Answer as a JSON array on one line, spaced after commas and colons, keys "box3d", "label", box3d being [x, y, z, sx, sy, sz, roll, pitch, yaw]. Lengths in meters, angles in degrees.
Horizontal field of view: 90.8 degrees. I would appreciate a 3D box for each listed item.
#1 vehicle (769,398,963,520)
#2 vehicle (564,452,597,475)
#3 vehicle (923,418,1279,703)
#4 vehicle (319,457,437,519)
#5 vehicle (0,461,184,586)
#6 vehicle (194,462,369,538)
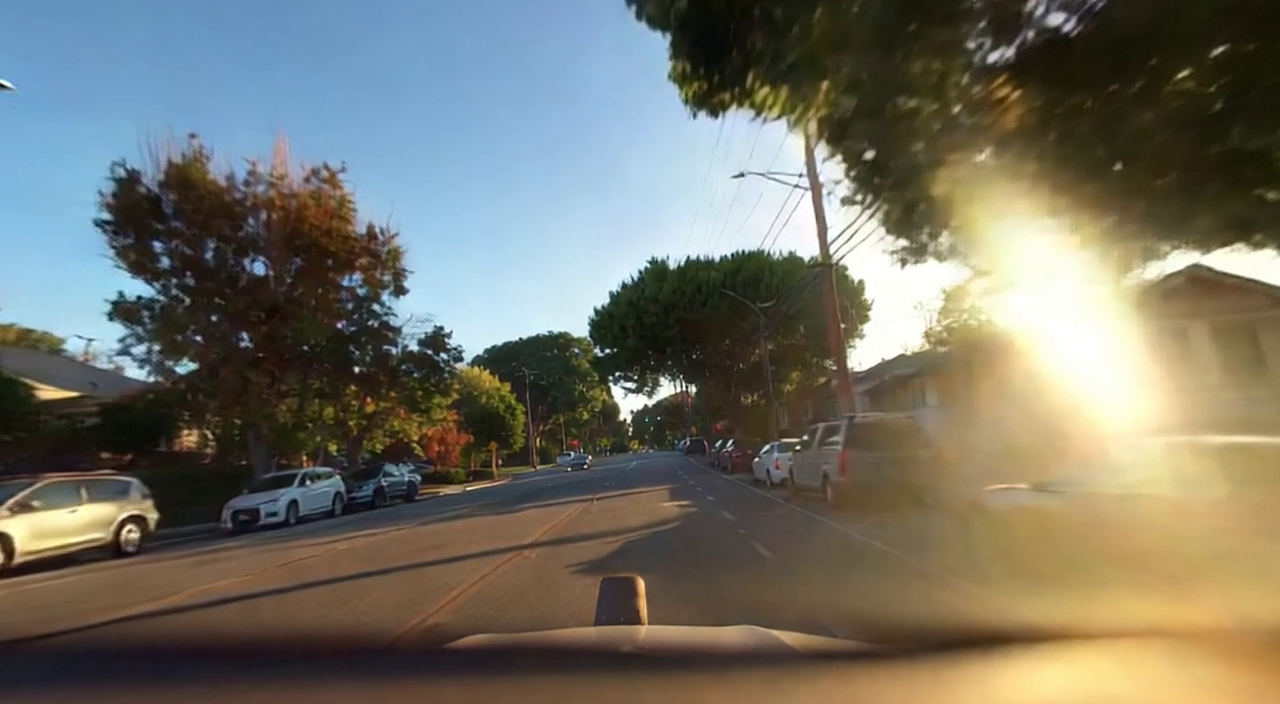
[{"box3d": [4.591, 2.307, 14.082, 2.330, 2.160, 5.550, 0, -8, 1], "label": "vehicle"}, {"box3d": [-4.506, 8.571, 48.615, 1.948, 1.502, 4.434, -3, -8, 2], "label": "vehicle"}, {"box3d": [4.292, 1.324, 4.901, 1.927, 1.483, 5.100, -1, -8, 1], "label": "vehicle"}, {"box3d": [-10.435, 5.408, 25.799, 2.282, 2.060, 5.738, 0, -8, 0], "label": "vehicle"}, {"box3d": [-11.028, 2.998, 11.557, 1.937, 1.837, 4.414, -1, -8, 2], "label": "vehicle"}, {"box3d": [-10.824, 4.472, 19.753, 2.089, 1.837, 5.499, -1, -8, 2], "label": "vehicle"}]
